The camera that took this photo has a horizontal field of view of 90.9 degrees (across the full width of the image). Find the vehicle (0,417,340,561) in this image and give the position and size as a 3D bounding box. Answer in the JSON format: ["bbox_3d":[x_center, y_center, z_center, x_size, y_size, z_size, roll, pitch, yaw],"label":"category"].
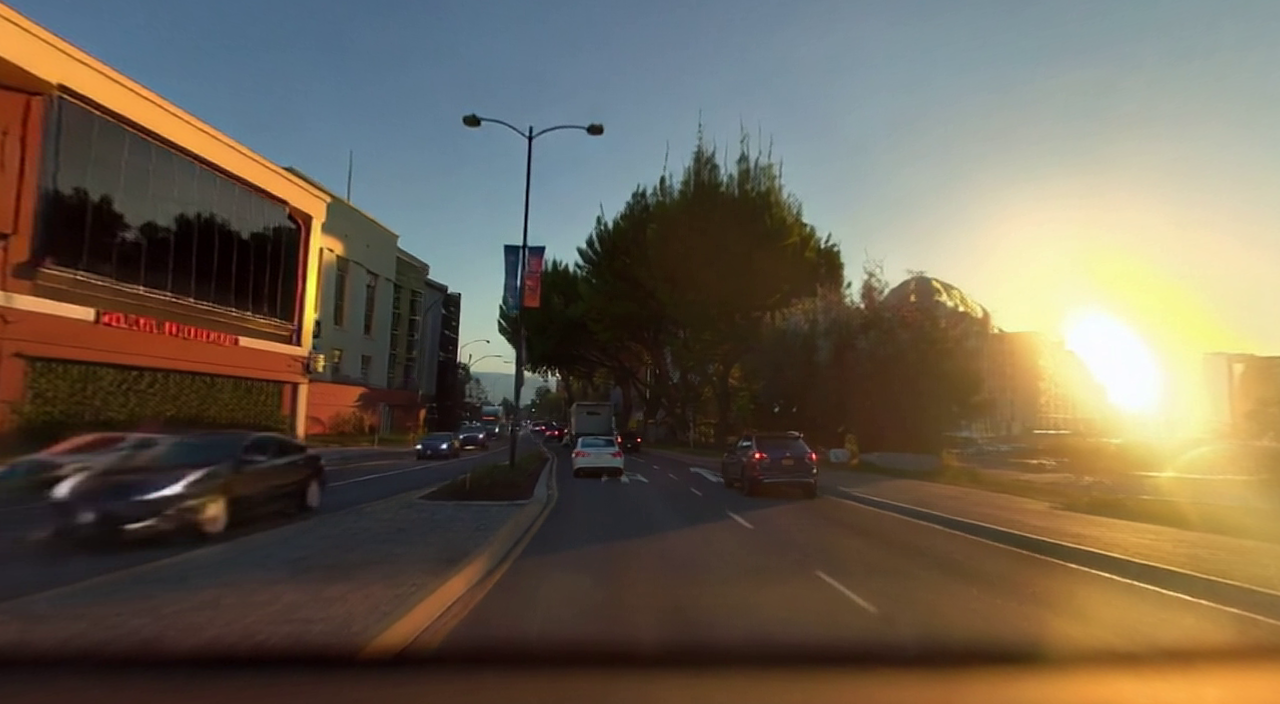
[{"bbox_3d":[-6.418,1.756,8.996,1.984,1.486,4.708,0,-8,-1],"label":"vehicle"}]

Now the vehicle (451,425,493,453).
[{"bbox_3d":[-12.453,6.491,47.003,2.165,1.966,5.251,1,-8,-6],"label":"vehicle"}]

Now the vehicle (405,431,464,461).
[{"bbox_3d":[-10.928,5.032,33.795,1.993,1.482,4.420,1,-8,-5],"label":"vehicle"}]

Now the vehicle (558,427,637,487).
[{"bbox_3d":[-1.268,2.883,17.633,1.991,1.472,3.518,1,-8,-7],"label":"vehicle"}]

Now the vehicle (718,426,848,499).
[{"bbox_3d":[3.181,2.531,14.904,1.889,1.480,3.876,1,-8,-5],"label":"vehicle"}]

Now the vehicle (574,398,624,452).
[{"bbox_3d":[-3.001,5.201,44.404,2.917,3.482,6.946,1,-8,-8],"label":"vehicle"}]
